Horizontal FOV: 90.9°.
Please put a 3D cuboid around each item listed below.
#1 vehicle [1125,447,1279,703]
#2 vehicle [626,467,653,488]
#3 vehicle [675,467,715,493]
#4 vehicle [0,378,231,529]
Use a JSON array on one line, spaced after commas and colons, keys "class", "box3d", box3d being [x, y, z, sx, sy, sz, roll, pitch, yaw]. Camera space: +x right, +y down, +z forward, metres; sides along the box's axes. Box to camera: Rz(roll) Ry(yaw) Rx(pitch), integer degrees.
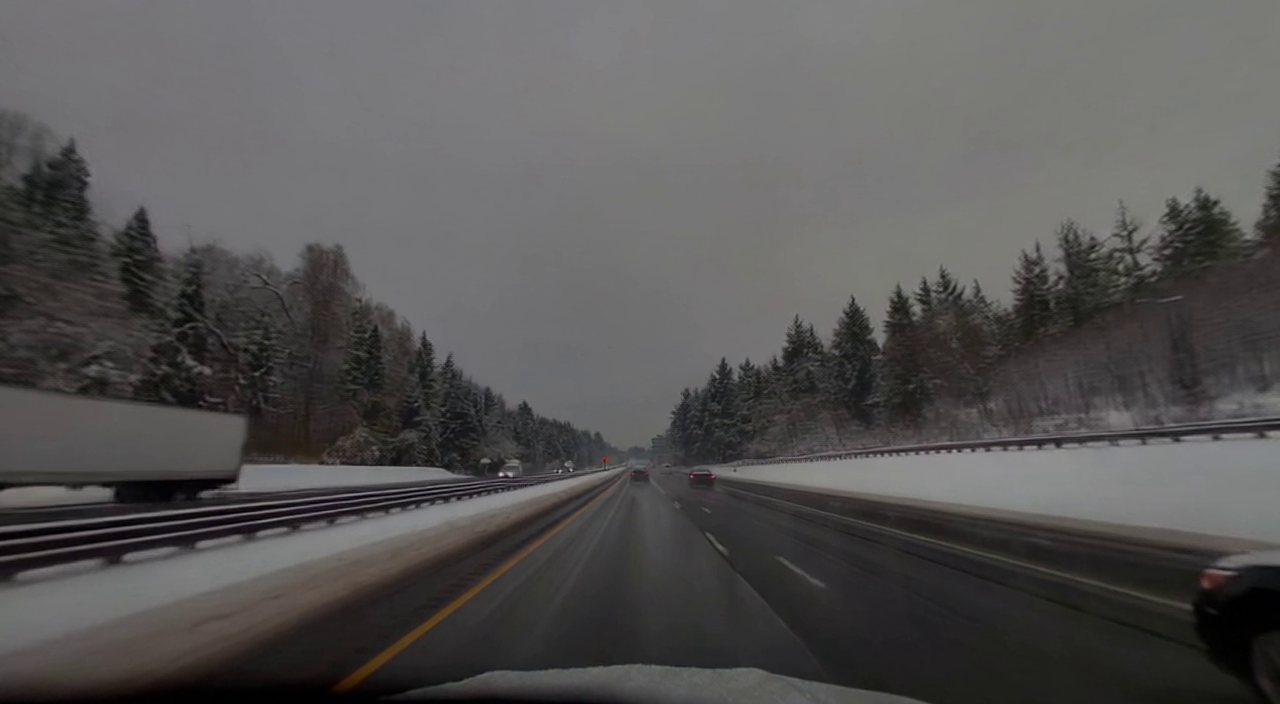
[{"class": "vehicle", "box3d": [3.987, 0.872, 1.277, 2.018, 1.426, 4.941, 1, -11, -1]}, {"class": "vehicle", "box3d": [-0.056, 9.500, 47.932, 1.980, 1.483, 3.865, 1, -11, -1]}, {"class": "vehicle", "box3d": [3.311, 7.812, 38.701, 1.976, 1.467, 3.783, 1, -11, -3]}, {"class": "vehicle", "box3d": [-19.589, 3.562, 21.492, 3.219, 4.058, 14.151, 2, -11, -6]}]
